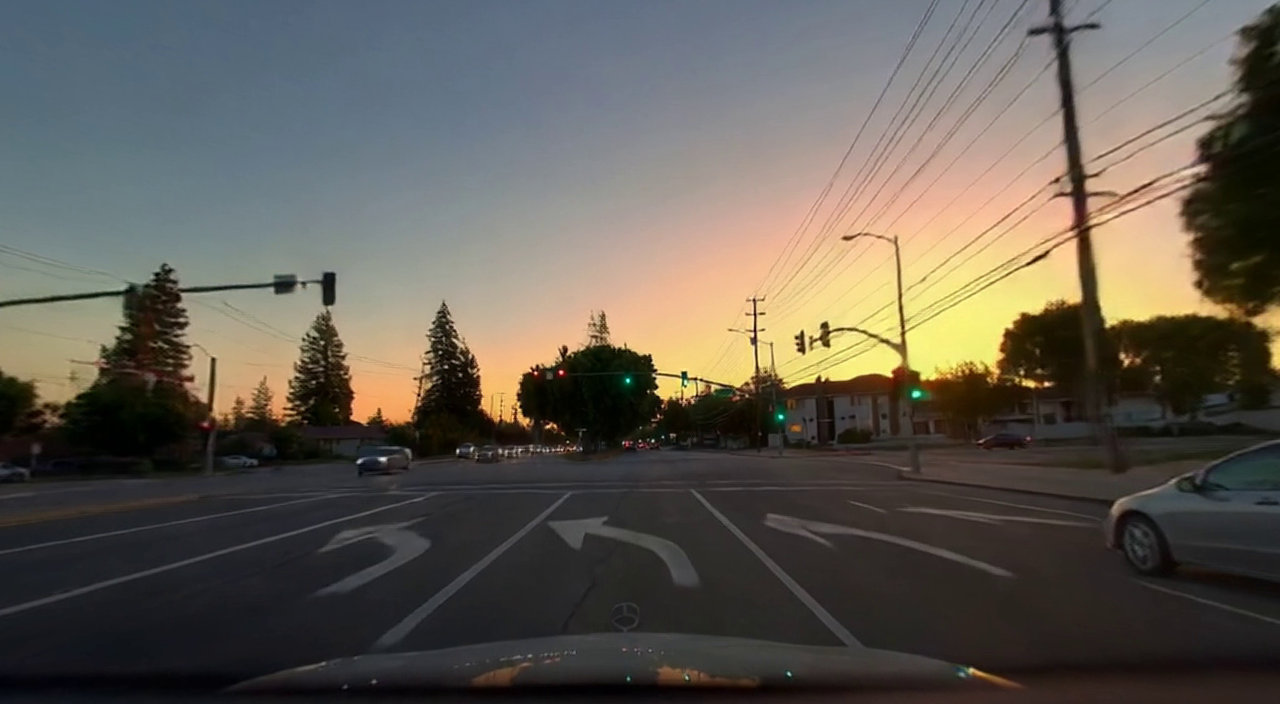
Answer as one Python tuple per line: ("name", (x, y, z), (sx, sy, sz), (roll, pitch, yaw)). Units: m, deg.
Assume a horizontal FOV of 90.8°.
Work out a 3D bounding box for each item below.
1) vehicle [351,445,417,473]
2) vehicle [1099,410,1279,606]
("vehicle", (-14.943, 6.255, 37.165), (2.013, 1.503, 4.682), (0, -8, -1))
("vehicle", (6.061, 1.150, 4.469), (2.113, 1.520, 4.650), (0, -8, 0))
